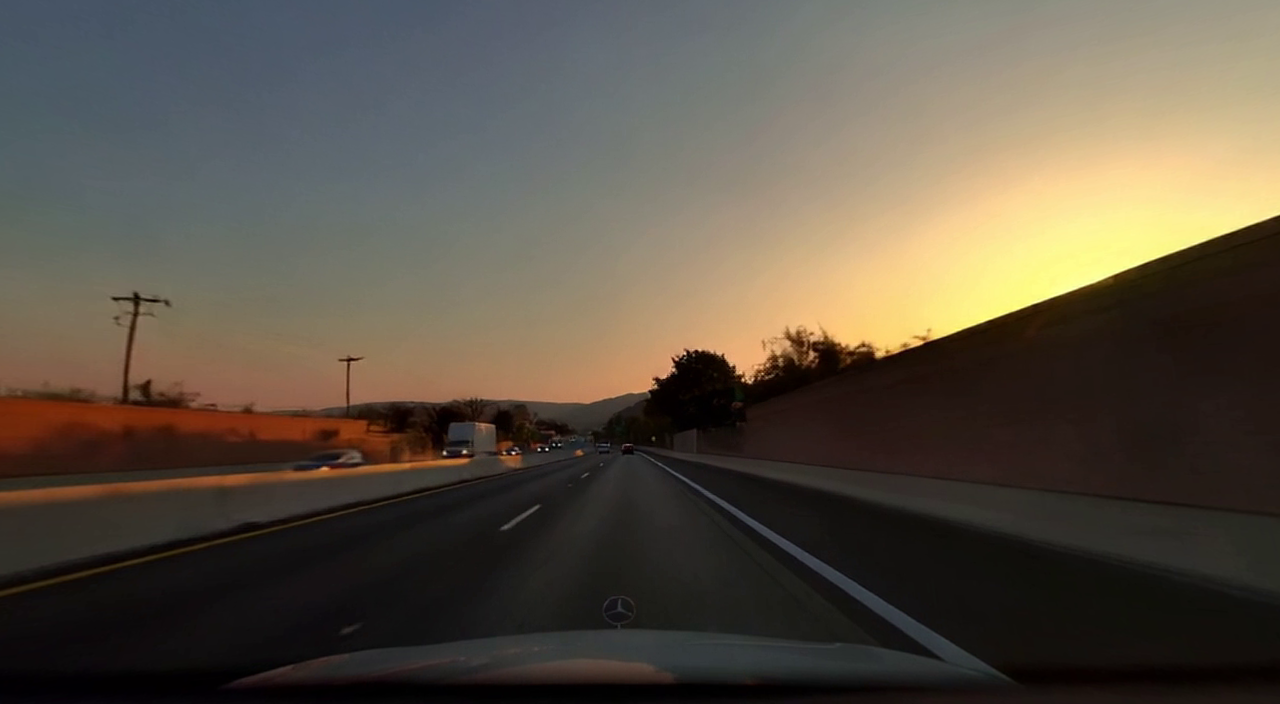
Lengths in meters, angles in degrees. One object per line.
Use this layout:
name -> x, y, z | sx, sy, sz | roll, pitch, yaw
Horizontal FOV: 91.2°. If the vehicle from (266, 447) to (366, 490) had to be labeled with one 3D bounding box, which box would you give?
vehicle -> -12.982, 4.645, 25.446 | 1.903, 1.555, 4.299 | 0, -9, -2
